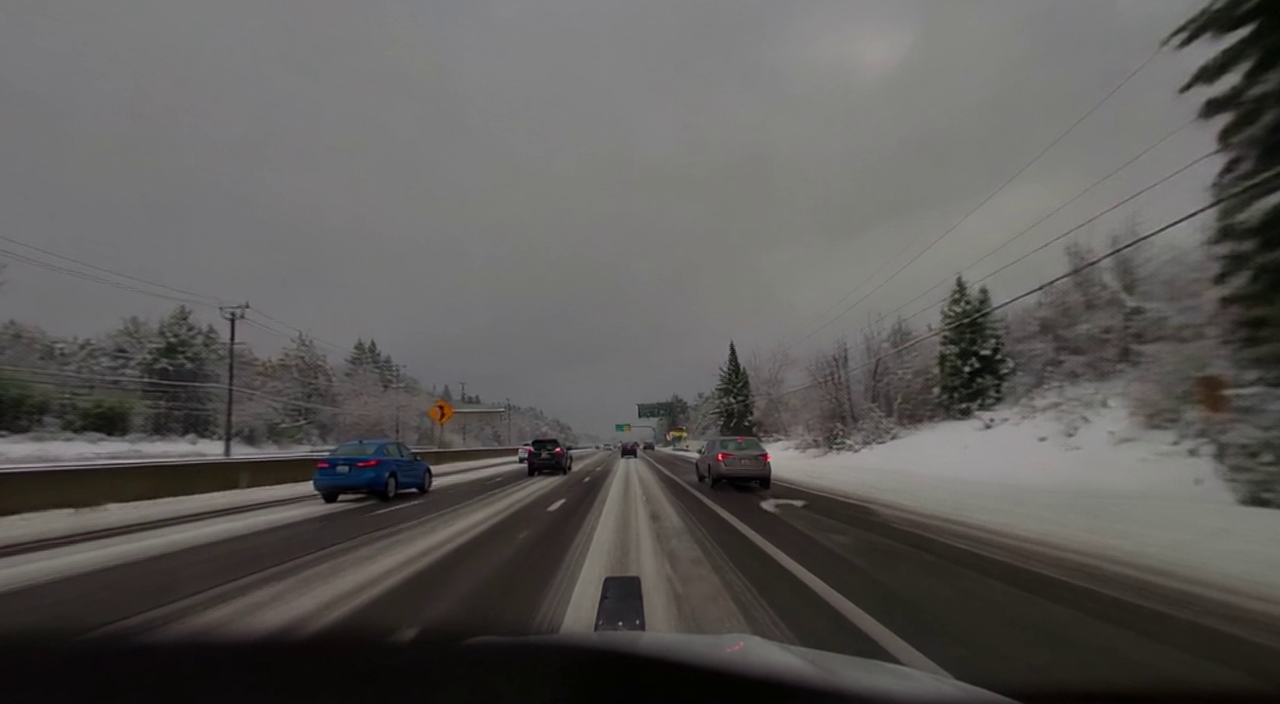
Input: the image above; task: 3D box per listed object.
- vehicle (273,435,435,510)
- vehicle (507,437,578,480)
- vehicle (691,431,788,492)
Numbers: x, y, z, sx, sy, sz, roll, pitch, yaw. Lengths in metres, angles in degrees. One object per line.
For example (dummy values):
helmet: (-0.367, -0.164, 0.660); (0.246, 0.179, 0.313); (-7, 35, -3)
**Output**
vehicle: (-6.466, 2.747, 14.902); (1.903, 1.482, 4.180); (0, -8, -1)
vehicle: (-3.647, 4.082, 24.520); (2.066, 1.488, 4.377); (0, -8, 0)
vehicle: (2.893, 3.314, 19.493); (2.100, 1.659, 4.387); (0, -8, -2)
